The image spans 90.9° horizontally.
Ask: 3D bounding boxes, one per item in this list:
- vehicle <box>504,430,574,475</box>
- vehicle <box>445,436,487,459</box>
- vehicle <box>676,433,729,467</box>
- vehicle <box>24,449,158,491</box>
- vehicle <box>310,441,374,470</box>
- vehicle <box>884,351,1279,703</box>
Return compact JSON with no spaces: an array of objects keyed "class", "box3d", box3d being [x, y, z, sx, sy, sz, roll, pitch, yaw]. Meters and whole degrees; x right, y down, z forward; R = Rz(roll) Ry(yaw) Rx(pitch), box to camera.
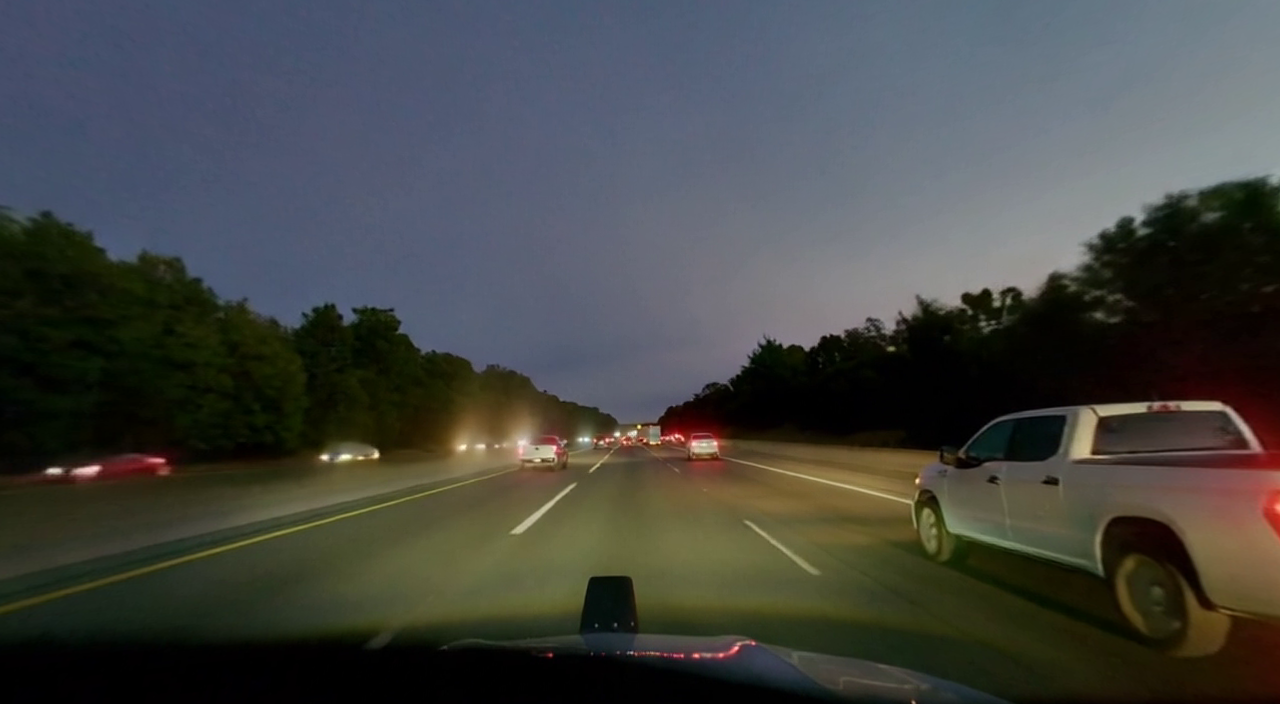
[{"class":"vehicle","box3d":[-3.893,3.960,25.175,2.011,1.614,4.808,0,-8,0]},{"class":"vehicle","box3d":[-12.834,7.050,46.729,1.906,1.562,4.429,0,-8,-1]},{"class":"vehicle","box3d":[2.936,4.694,30.453,1.990,1.480,3.865,0,-8,-2]},{"class":"vehicle","box3d":[-21.825,4.665,25.306,1.818,1.454,3.887,0,-8,1]},{"class":"vehicle","box3d":[-15.840,5.511,33.695,1.754,1.423,3.480,0,-8,-1]},{"class":"vehicle","box3d":[3.629,1.048,4.287,1.949,1.639,4.748,0,-8,-1]}]
